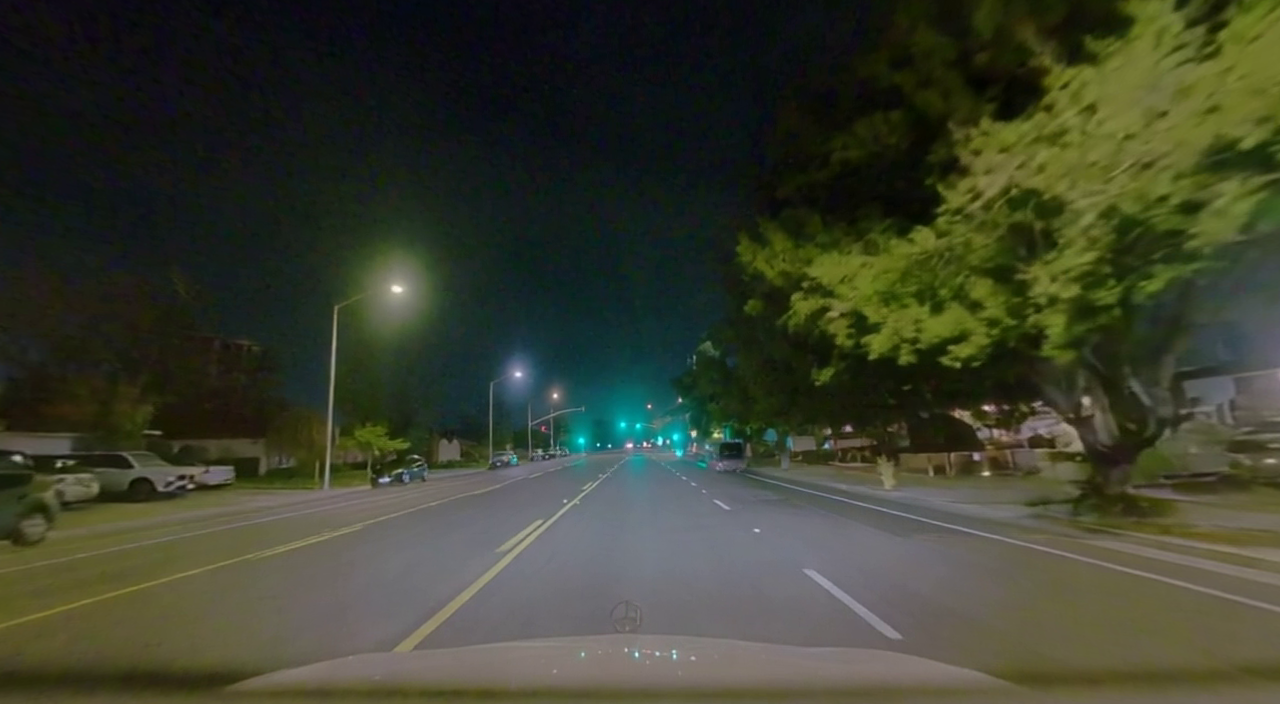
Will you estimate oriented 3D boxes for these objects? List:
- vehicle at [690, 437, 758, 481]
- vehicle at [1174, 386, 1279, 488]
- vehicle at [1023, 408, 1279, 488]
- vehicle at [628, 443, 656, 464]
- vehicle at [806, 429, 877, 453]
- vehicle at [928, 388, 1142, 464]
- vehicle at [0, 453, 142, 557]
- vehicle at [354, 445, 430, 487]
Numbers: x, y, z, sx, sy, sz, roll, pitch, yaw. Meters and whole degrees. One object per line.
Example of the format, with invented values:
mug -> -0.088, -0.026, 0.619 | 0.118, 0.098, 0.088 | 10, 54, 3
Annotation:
vehicle -> 3.164, 4.103, 24.541 | 1.983, 1.557, 4.078 | 0, -8, -1
vehicle -> 12.560, 1.536, 11.457 | 3.964, 1.690, 1.863 | 0, -8, 0
vehicle -> 11.618, 2.106, 13.970 | 4.861, 1.444, 2.119 | -2, -9, -1
vehicle -> 0.104, 7.757, 48.510 | 1.989, 1.500, 4.141 | 0, -8, -1
vehicle -> 13.624, 6.039, 42.940 | 4.162, 1.544, 1.812 | 0, -8, -4
vehicle -> 13.003, 2.494, 21.127 | 5.472, 2.340, 2.418 | 0, -8, -2
vehicle -> -11.750, 2.711, 11.322 | 1.822, 1.699, 4.791 | 0, -8, -2
vehicle -> -11.769, 5.413, 30.340 | 1.954, 1.828, 4.466 | 0, -8, -2
